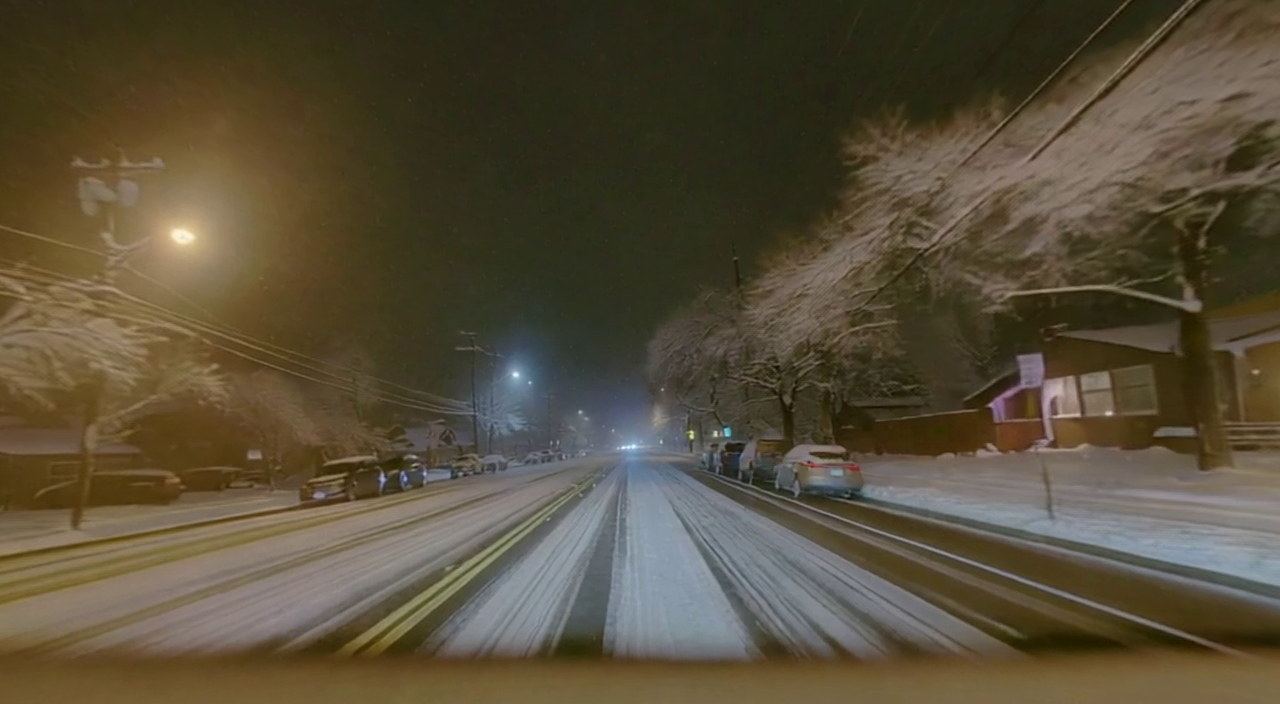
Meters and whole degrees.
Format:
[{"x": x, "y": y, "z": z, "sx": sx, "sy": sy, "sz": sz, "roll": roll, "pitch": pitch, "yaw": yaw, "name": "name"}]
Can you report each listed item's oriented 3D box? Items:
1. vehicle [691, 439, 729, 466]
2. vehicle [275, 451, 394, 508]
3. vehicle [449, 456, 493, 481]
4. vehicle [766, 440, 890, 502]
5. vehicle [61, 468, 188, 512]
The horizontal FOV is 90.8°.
[{"x": 4.596, "y": 6.697, "z": 42.168, "sx": 1.919, "sy": 1.698, "sz": 4.747, "roll": 0, "pitch": -9, "yaw": 0, "name": "vehicle"}, {"x": -12.271, "y": 5.134, "z": 25.905, "sx": 2.156, "sy": 1.935, "sz": 5.464, "roll": -3, "pitch": -10, "yaw": 0, "name": "vehicle"}, {"x": -12.596, "y": 8.684, "z": 47.269, "sx": 1.972, "sy": 1.475, "sz": 4.503, "roll": -6, "pitch": -9, "yaw": 0, "name": "vehicle"}, {"x": 4.946, "y": 3.197, "z": 17.408, "sx": 1.923, "sy": 1.454, "sz": 4.460, "roll": 0, "pitch": -9, "yaw": -2, "name": "vehicle"}, {"x": -22.046, "y": 5.893, "z": 27.263, "sx": 1.823, "sy": 1.595, "sz": 4.174, "roll": -1, "pitch": -9, "yaw": 3, "name": "vehicle"}]
